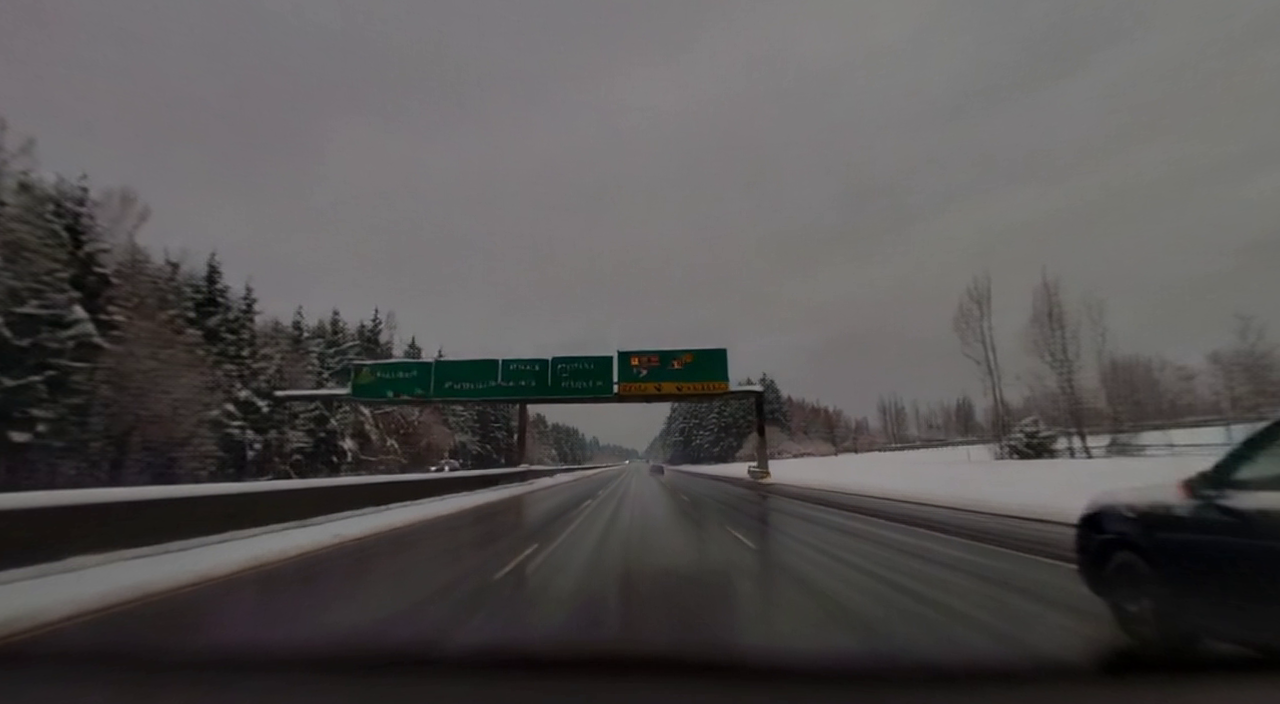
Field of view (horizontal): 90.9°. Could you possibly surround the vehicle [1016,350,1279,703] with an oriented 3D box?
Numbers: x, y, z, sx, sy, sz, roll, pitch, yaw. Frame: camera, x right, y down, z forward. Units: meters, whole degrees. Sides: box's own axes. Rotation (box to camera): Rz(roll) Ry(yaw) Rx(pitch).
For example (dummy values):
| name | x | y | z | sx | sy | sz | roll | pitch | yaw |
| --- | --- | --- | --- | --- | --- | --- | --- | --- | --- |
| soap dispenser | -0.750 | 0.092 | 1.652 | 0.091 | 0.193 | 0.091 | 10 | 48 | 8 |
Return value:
| name | x | y | z | sx | sy | sz | roll | pitch | yaw |
| --- | --- | --- | --- | --- | --- | --- | --- | --- | --- |
| vehicle | 4.375 | 0.814 | 2.558 | 2.254 | 1.832 | 5.514 | 1 | -11 | 0 |
